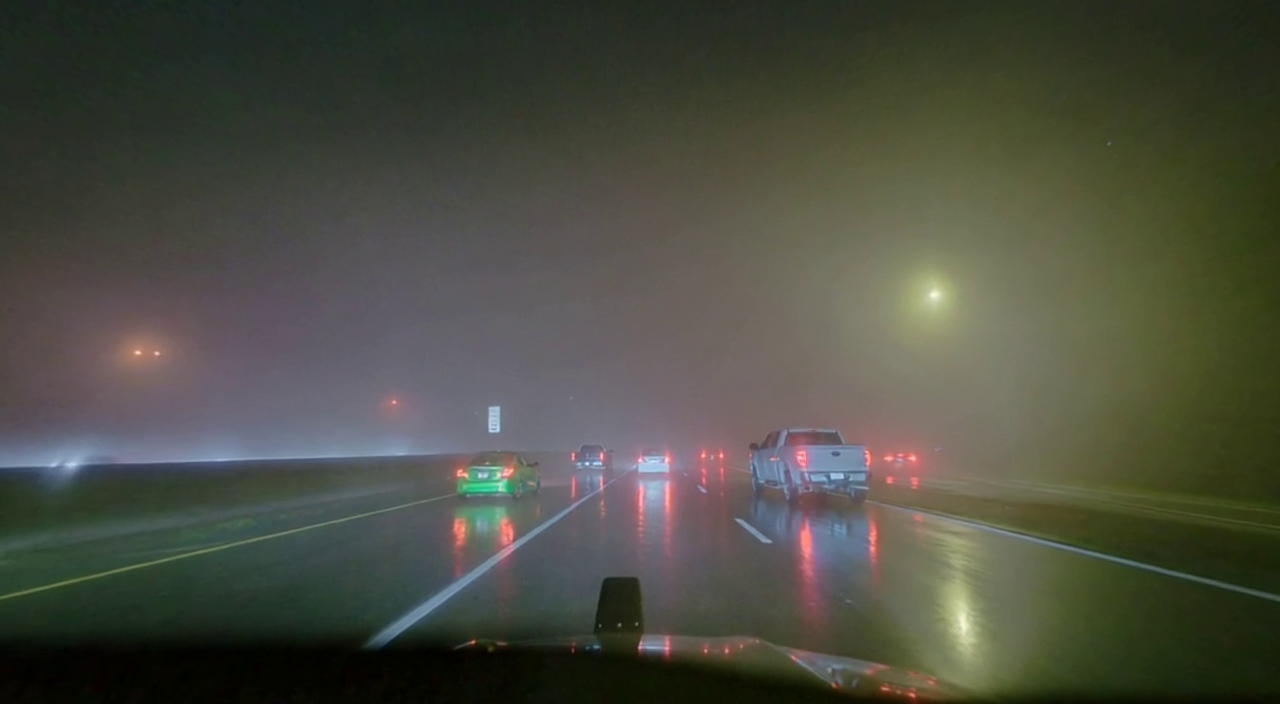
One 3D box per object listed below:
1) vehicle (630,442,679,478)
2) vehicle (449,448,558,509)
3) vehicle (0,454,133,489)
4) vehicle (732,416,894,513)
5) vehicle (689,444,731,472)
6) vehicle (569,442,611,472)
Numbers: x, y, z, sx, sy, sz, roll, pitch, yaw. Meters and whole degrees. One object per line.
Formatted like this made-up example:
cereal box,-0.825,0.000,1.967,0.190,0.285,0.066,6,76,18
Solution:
vehicle,0.661,5.145,30.093,2.147,1.572,4.094,0,-9,1
vehicle,-3.552,3.356,17.246,1.947,1.424,4.264,0,-9,1
vehicle,-33.971,7.071,37.601,2.129,1.812,6.123,0,-9,1
vehicle,3.888,2.682,15.464,2.340,1.925,5.529,0,-9,-1
vehicle,4.345,6.654,39.792,2.145,1.636,4.437,0,-9,0
vehicle,-3.072,6.646,40.049,2.176,1.783,4.799,0,-9,1
